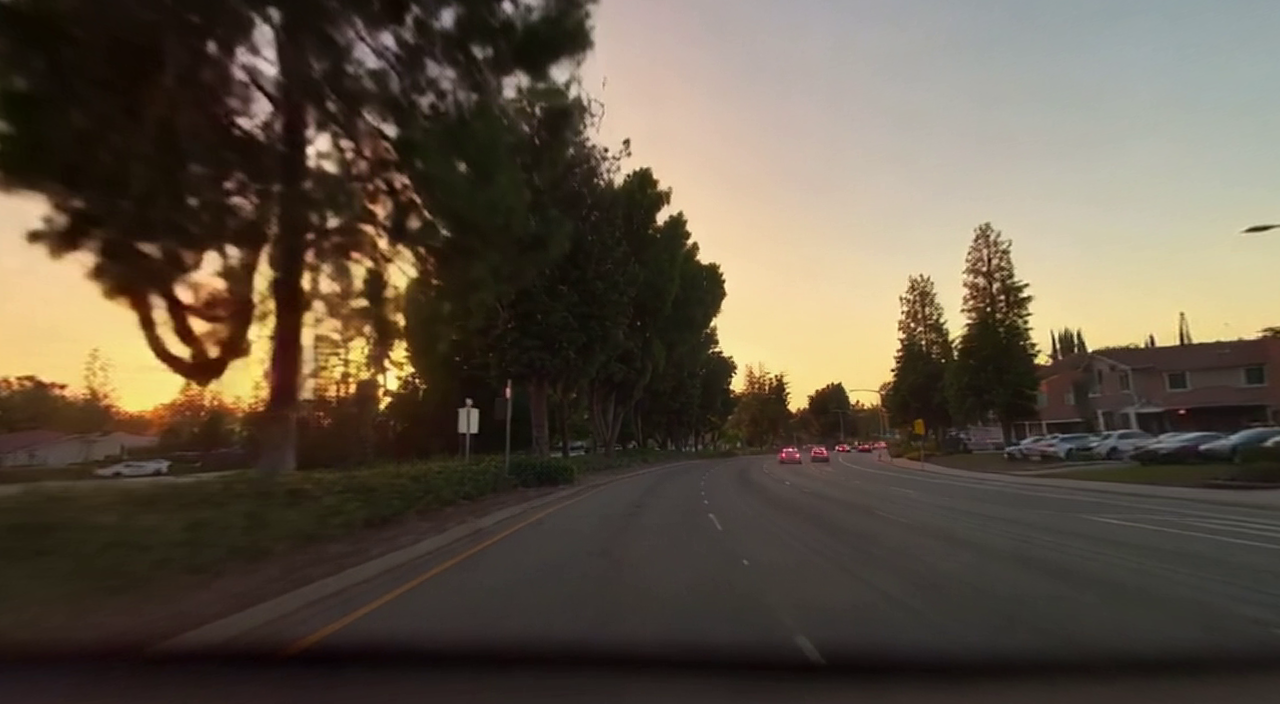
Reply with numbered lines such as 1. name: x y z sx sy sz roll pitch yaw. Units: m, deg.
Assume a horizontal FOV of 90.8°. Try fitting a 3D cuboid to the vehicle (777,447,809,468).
1. vehicle: 11.579 7.965 47.907 1.988 1.460 3.996 -2 -9 9
